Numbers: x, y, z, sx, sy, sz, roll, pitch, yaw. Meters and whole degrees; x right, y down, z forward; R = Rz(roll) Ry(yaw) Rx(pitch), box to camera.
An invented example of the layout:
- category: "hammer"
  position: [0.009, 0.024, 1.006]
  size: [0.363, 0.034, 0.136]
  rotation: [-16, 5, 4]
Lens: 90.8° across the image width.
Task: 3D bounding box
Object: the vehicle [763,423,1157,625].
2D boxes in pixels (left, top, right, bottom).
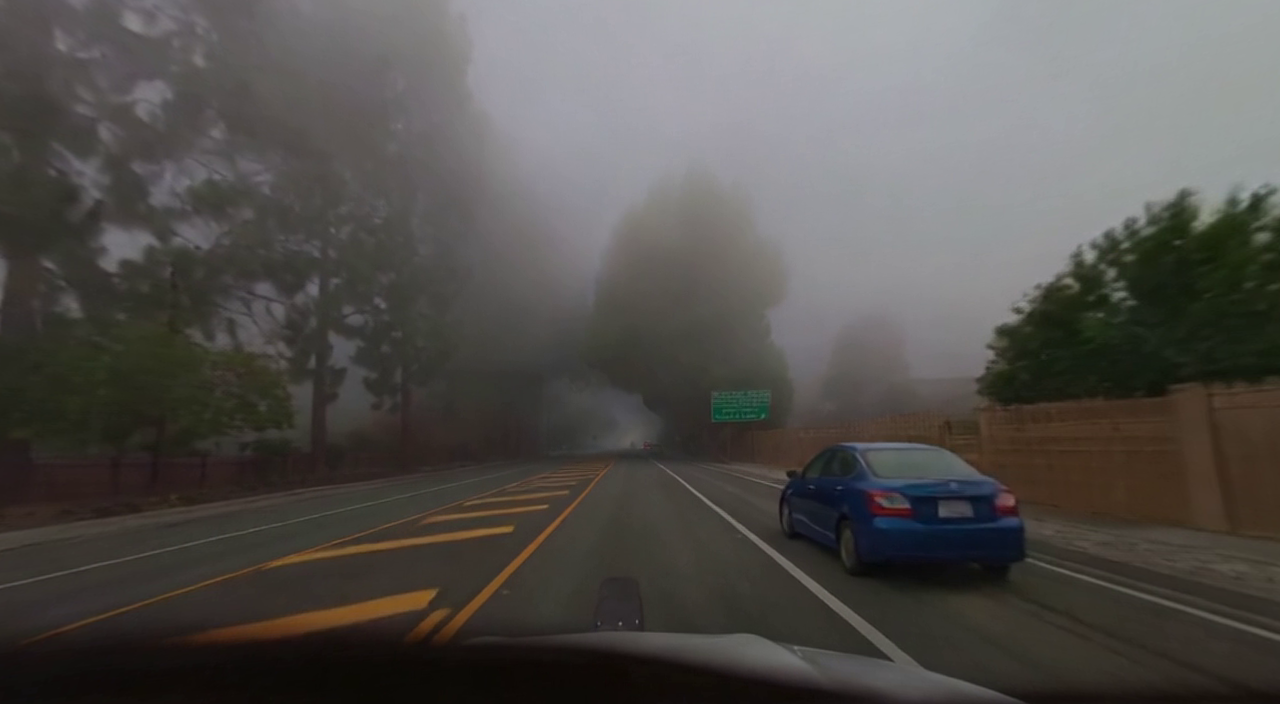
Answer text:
- category: "vehicle"
  position: [2.795, 1.594, 6.828]
  size: [1.991, 1.476, 4.153]
  rotation: [1, -9, -1]
